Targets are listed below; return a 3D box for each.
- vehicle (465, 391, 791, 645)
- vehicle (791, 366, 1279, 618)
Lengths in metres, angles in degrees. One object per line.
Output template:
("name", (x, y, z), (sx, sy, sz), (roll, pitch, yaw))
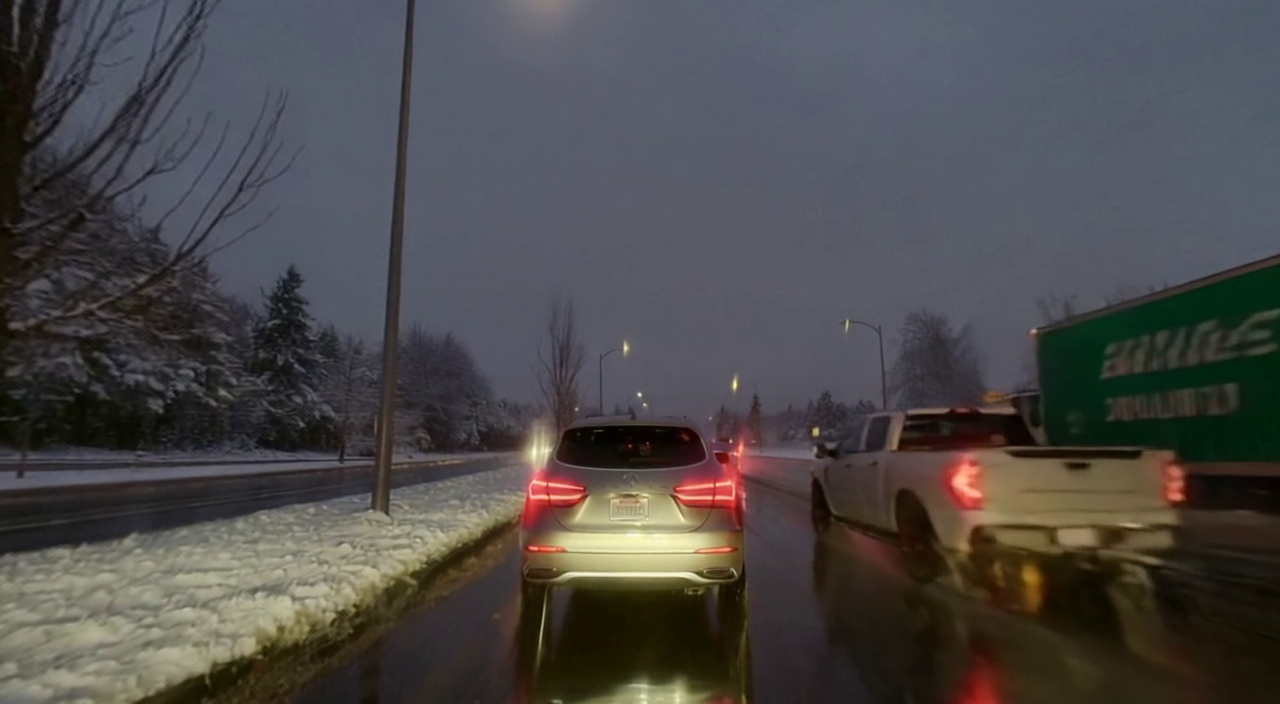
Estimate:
("vehicle", (-0.090, 1.414, 6.321), (2.172, 1.694, 4.055), (0, -8, 0))
("vehicle", (3.954, 1.553, 8.135), (2.440, 1.962, 6.363), (0, -8, 0))
